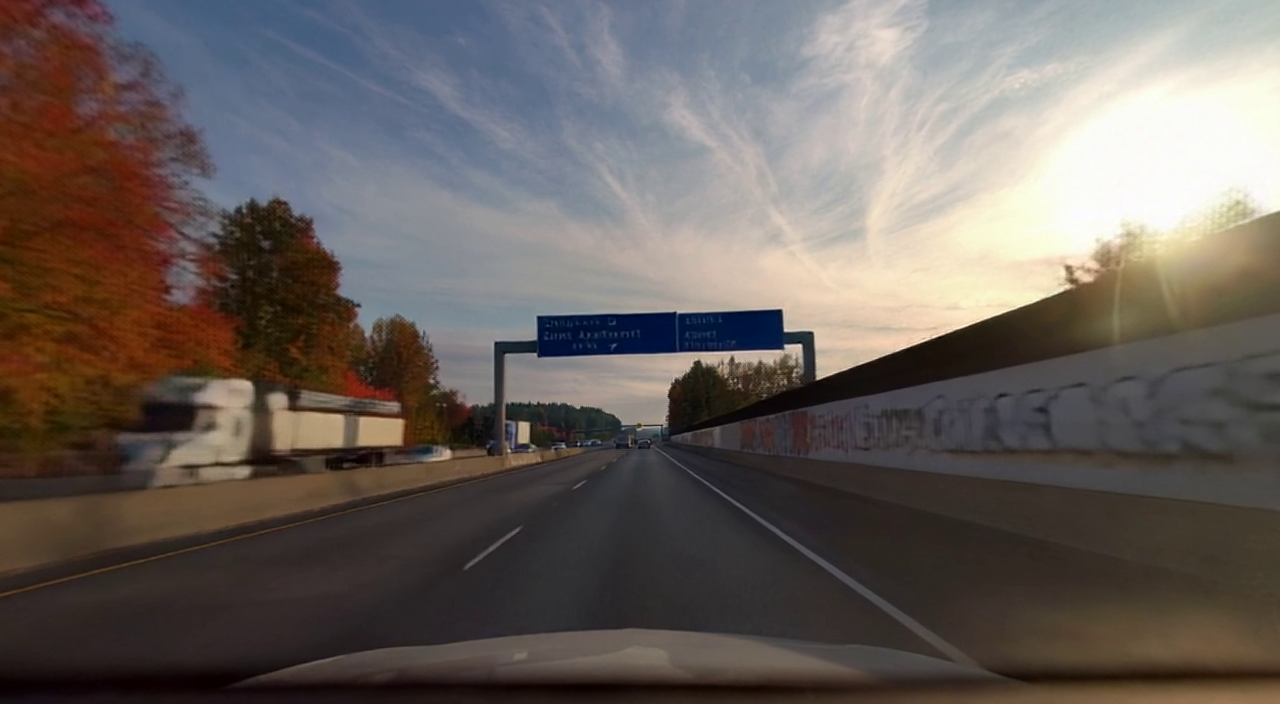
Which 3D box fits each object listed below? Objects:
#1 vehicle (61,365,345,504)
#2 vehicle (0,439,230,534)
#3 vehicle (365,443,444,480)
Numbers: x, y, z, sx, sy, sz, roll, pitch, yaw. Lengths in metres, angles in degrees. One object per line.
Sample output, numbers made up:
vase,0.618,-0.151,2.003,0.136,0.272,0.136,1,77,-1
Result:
vehicle,-14.715,3.023,22.850,2.994,3.947,9.906,0,-8,1
vehicle,-10.497,2.521,12.494,1.884,1.546,4.094,0,-8,1
vehicle,-10.717,4.976,28.963,1.905,1.561,4.252,0,-8,1
